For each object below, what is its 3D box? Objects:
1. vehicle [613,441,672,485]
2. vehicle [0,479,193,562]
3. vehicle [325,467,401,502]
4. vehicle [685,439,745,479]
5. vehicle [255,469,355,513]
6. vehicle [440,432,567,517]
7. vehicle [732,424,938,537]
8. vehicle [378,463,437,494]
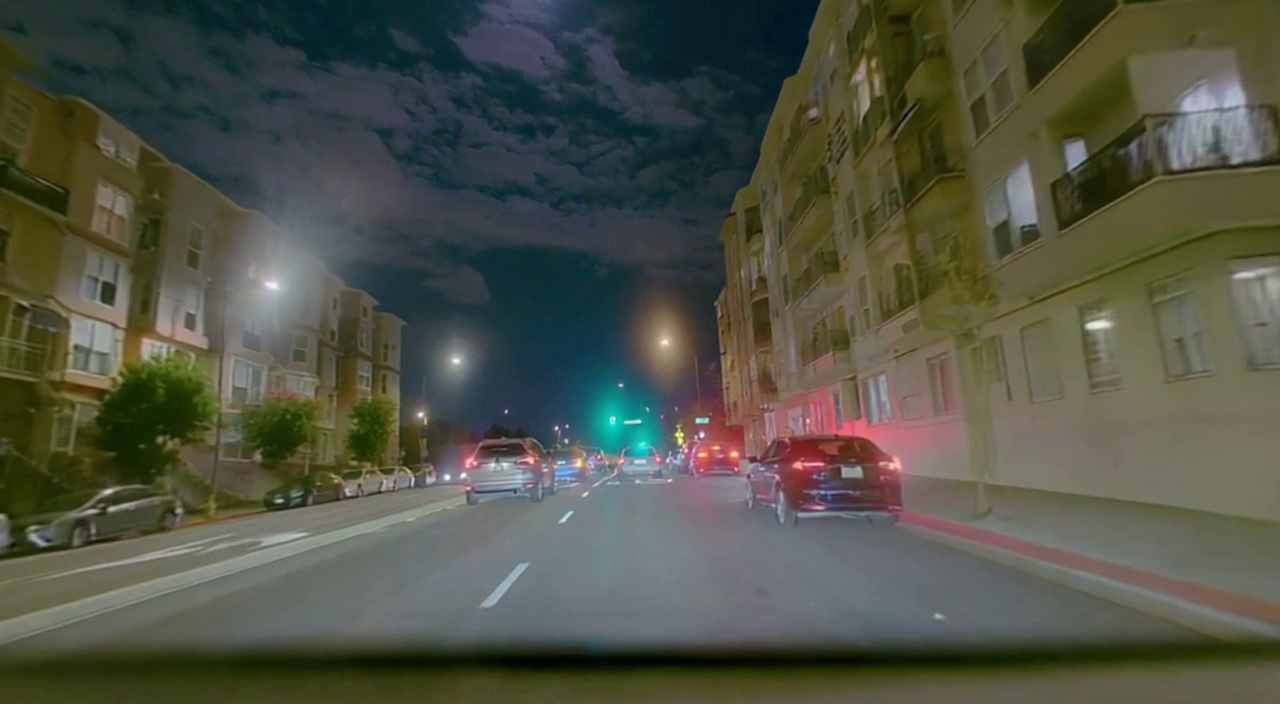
[{"bbox_3d":[0.076,4.130,23.785,2.026,1.496,3.701,0,-8,0],"label":"vehicle"},{"bbox_3d":[-13.837,4.168,16.175,1.839,1.594,4.055,0,-8,-1],"label":"vehicle"},{"bbox_3d":[-13.803,6.603,31.768,1.752,1.479,4.575,0,-8,0],"label":"vehicle"},{"bbox_3d":[2.977,4.370,26.044,1.933,1.501,4.349,0,-8,0],"label":"vehicle"},{"bbox_3d":[-13.937,5.781,26.597,1.844,1.499,4.421,0,-8,-1],"label":"vehicle"},{"bbox_3d":[-3.046,2.834,15.146,2.065,1.705,4.353,0,-8,0],"label":"vehicle"},{"bbox_3d":[3.030,2.116,11.107,2.077,1.532,4.694,0,-8,-1],"label":"vehicle"},{"bbox_3d":[-13.892,7.598,38.014,1.835,1.476,4.532,-7,-11,-2],"label":"vehicle"}]
